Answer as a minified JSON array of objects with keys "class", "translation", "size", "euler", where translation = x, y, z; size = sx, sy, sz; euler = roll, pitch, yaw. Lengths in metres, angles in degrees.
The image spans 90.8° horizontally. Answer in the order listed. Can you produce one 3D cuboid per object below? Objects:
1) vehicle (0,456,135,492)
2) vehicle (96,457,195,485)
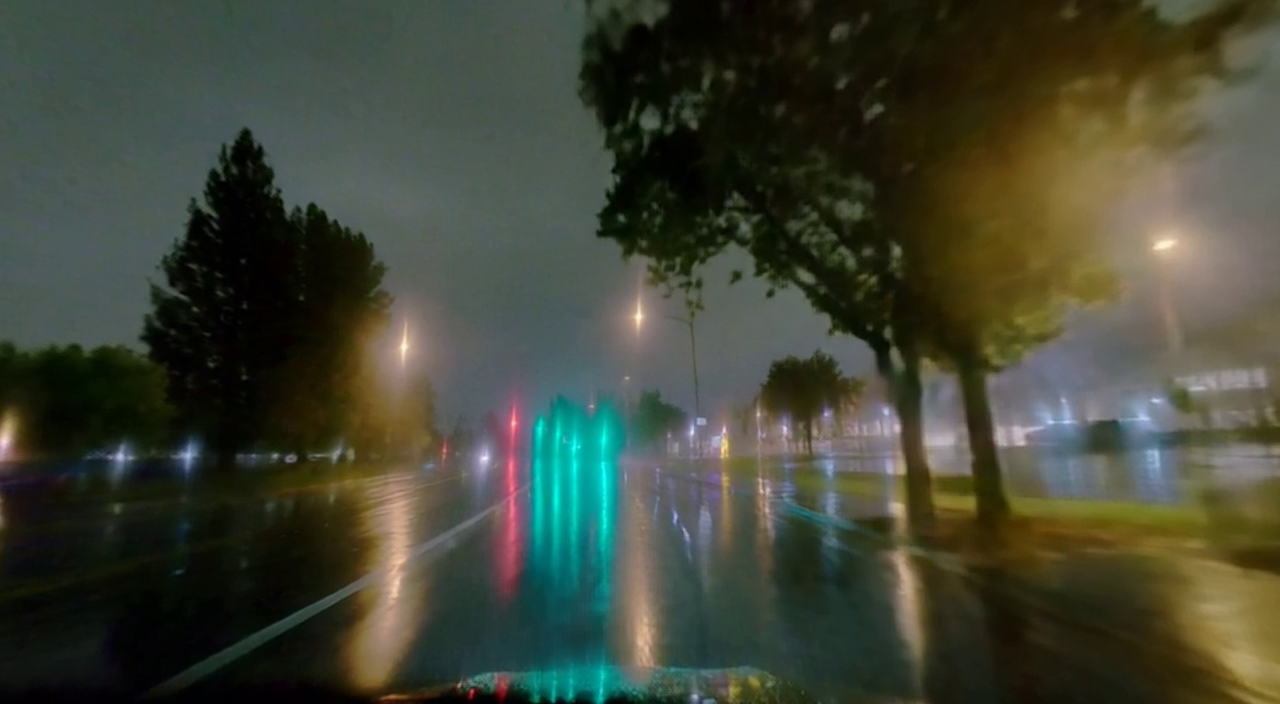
[{"class":"vehicle","translation":[-25.346,5.313,27.706],"size":[4.527,1.441,2.024],"euler":[0,-9,-3]},{"class":"vehicle","translation":[-25.753,6.200,33.021],"size":[3.602,1.387,1.687],"euler":[2,-9,-7]}]
